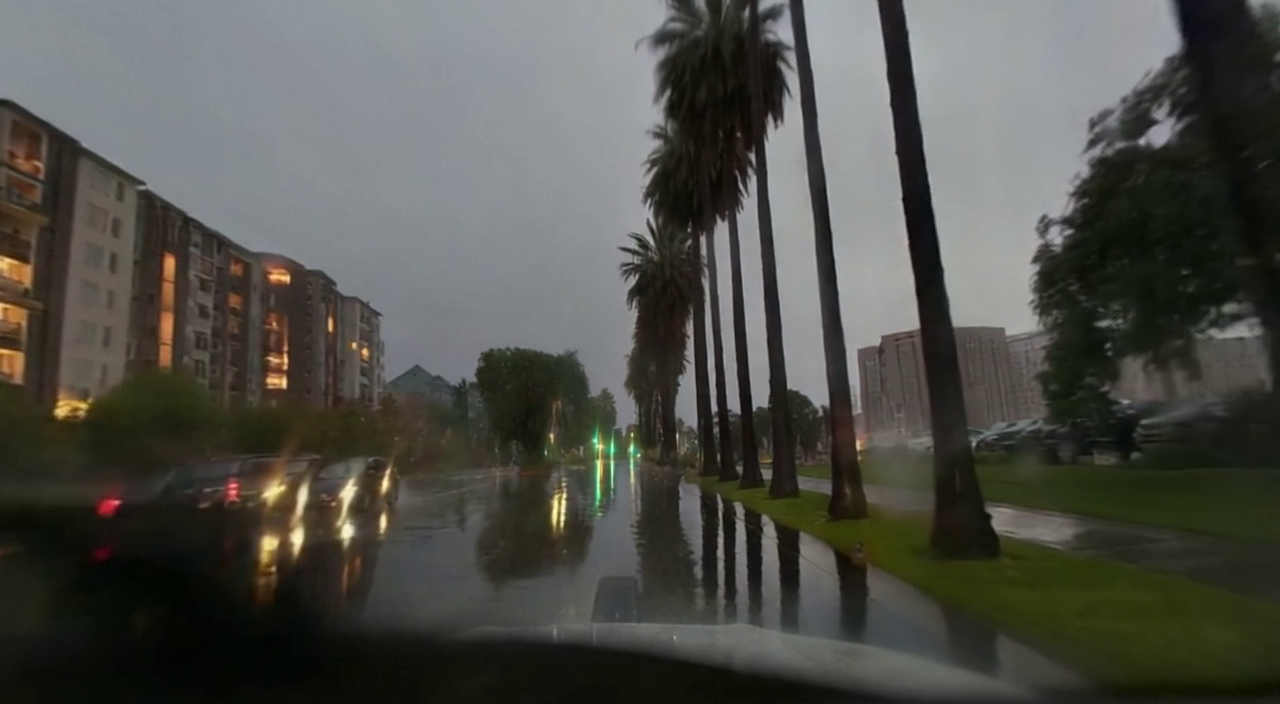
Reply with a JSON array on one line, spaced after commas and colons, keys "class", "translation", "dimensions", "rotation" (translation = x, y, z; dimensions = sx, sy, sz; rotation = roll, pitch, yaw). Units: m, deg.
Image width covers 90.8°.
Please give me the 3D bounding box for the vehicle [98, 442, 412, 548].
[{"class": "vehicle", "translation": [-7.154, 2.658, 12.234], "dimensions": [4.803, 1.520, 1.894], "rotation": [-3, -8, -6]}]
